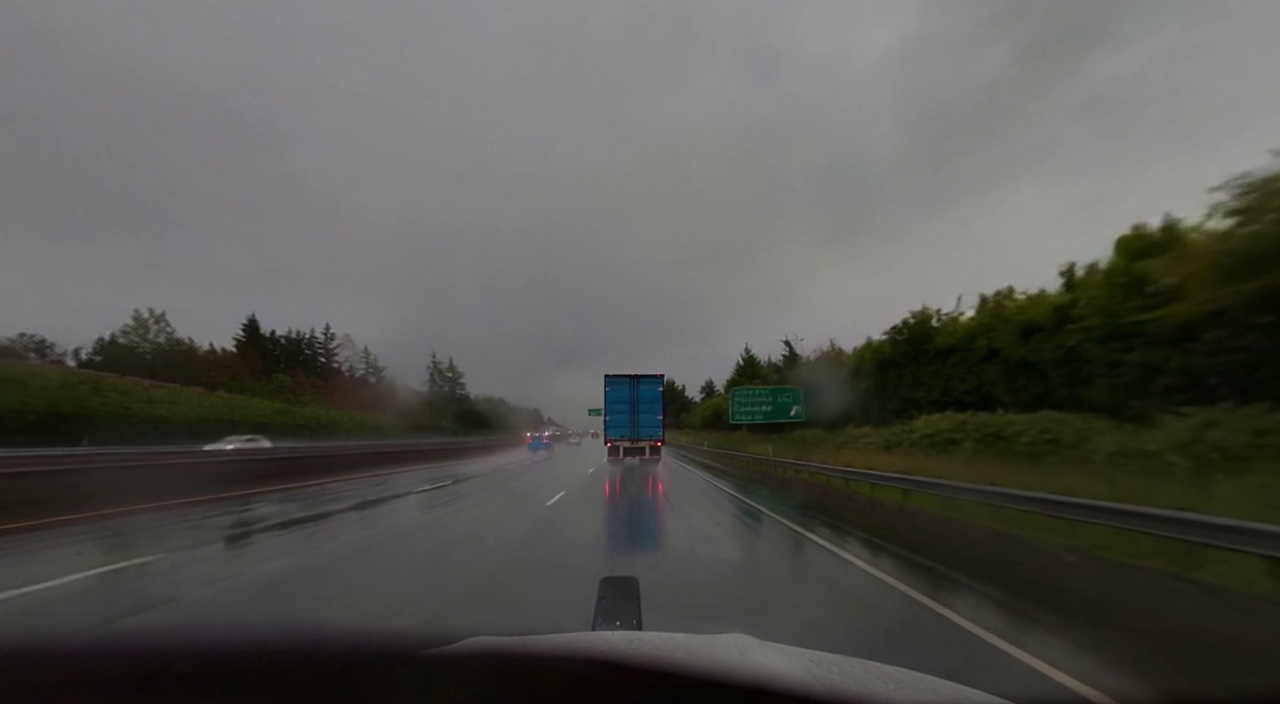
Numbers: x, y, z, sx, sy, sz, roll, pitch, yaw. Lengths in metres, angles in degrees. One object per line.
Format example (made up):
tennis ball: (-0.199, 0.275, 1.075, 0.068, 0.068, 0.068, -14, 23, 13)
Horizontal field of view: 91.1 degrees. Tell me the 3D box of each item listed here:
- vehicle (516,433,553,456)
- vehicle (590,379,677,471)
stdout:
vehicle: (-7.153, 6.317, 42.945, 1.856, 1.479, 3.710, 0, -8, 0)
vehicle: (-0.347, 3.660, 30.687, 3.033, 3.223, 14.836, 4, -7, 0)
